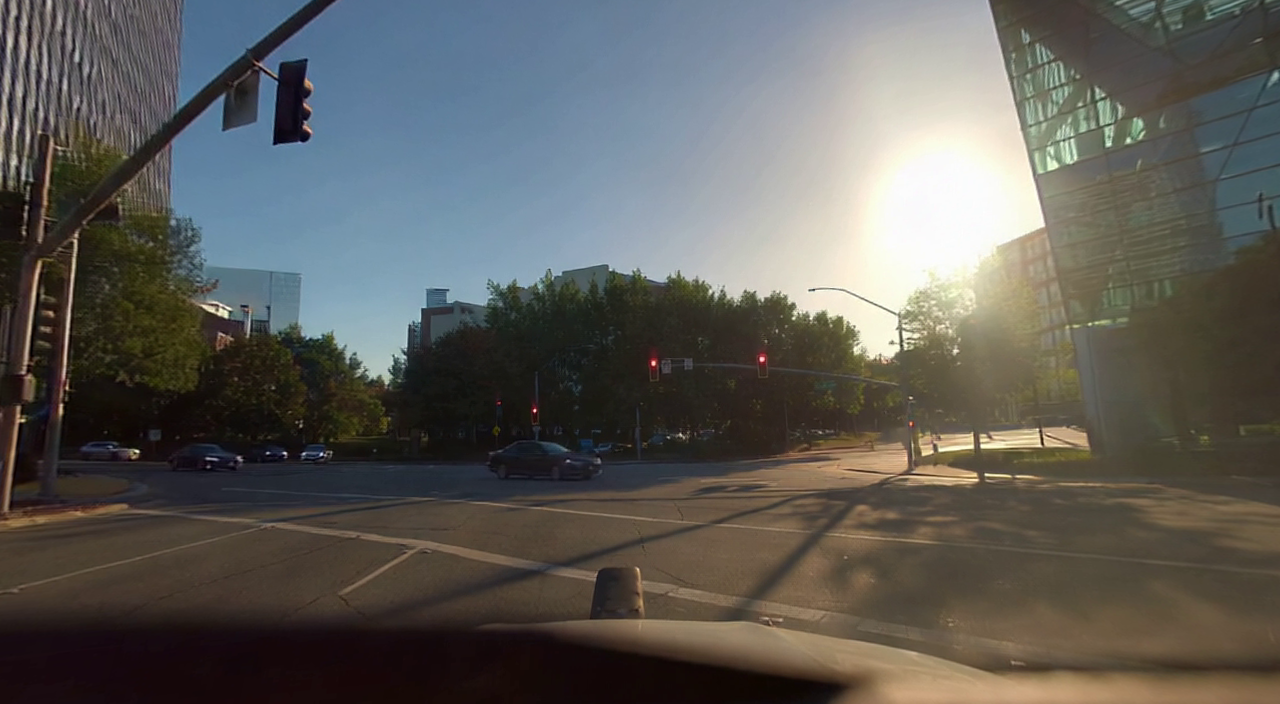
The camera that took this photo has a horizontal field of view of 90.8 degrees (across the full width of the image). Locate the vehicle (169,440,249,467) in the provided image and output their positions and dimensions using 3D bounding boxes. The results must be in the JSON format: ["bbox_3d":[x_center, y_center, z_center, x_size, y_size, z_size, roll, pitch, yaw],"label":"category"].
[{"bbox_3d":[-24.868,5.849,36.392,4.798,1.461,1.939,-6,-10,32],"label":"vehicle"}]

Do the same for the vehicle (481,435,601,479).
[{"bbox_3d":[-4.035,4.200,25.417,4.698,1.609,1.975,-6,-10,35],"label":"vehicle"}]
